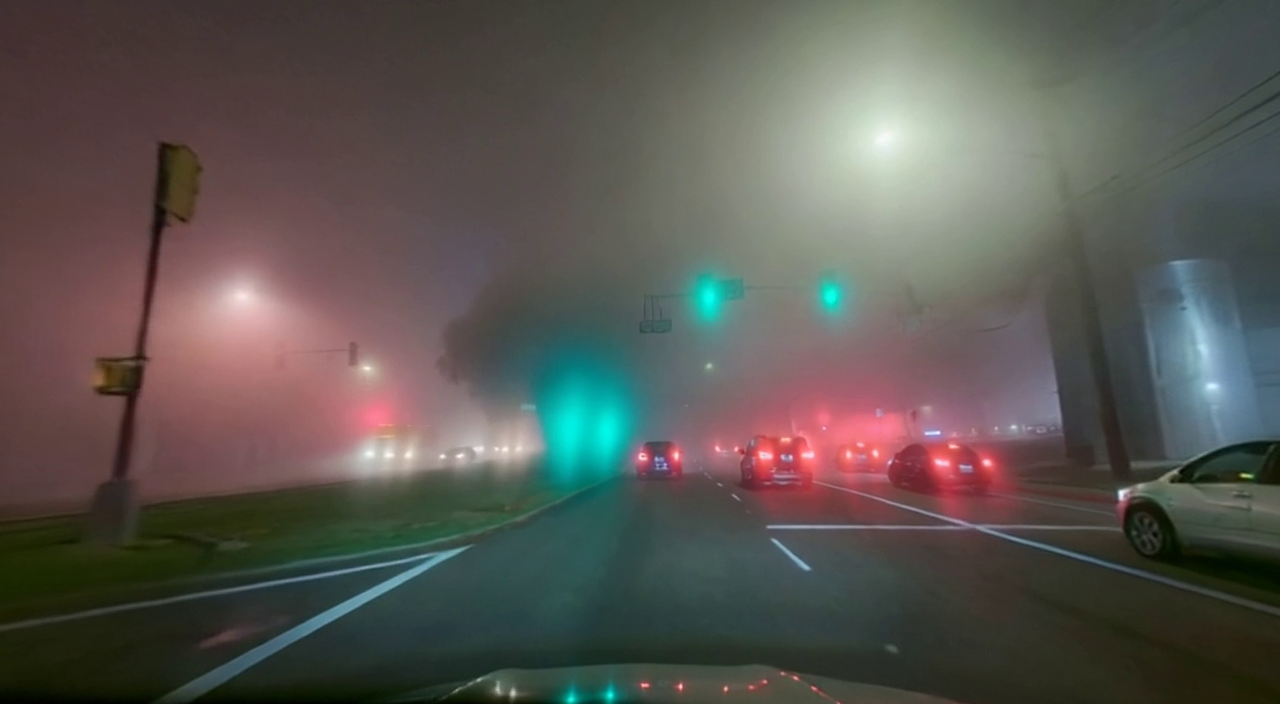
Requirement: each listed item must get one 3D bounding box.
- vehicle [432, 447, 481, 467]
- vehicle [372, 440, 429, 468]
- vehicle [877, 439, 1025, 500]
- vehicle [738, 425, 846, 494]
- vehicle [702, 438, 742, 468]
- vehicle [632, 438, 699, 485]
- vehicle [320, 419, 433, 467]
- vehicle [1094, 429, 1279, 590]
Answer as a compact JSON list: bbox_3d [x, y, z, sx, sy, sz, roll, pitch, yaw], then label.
[{"bbox_3d":[-12.925,7.401,44.600,1.926,1.303,4.686,-1,-8,2],"label":"vehicle"},{"bbox_3d":[-16.313,6.944,43.155,2.052,1.770,4.545,0,-8,1],"label":"vehicle"},{"bbox_3d":[8.500,3.220,17.796,1.882,1.463,4.543,0,-8,0],"label":"vehicle"},{"bbox_3d":[4.380,3.199,19.100,2.119,1.810,4.848,0,-8,1],"label":"vehicle"},{"bbox_3d":[4.662,5.804,36.459,1.896,1.612,4.203,0,-8,2],"label":"vehicle"},{"bbox_3d":[0.915,3.855,22.540,2.168,1.527,4.174,-1,-8,3],"label":"vehicle"},{"bbox_3d":[-20.199,7.187,49.772,3.354,3.314,12.985,0,-8,0],"label":"vehicle"},{"bbox_3d":[6.849,1.460,5.868,1.866,1.471,4.478,0,-8,0],"label":"vehicle"}]
